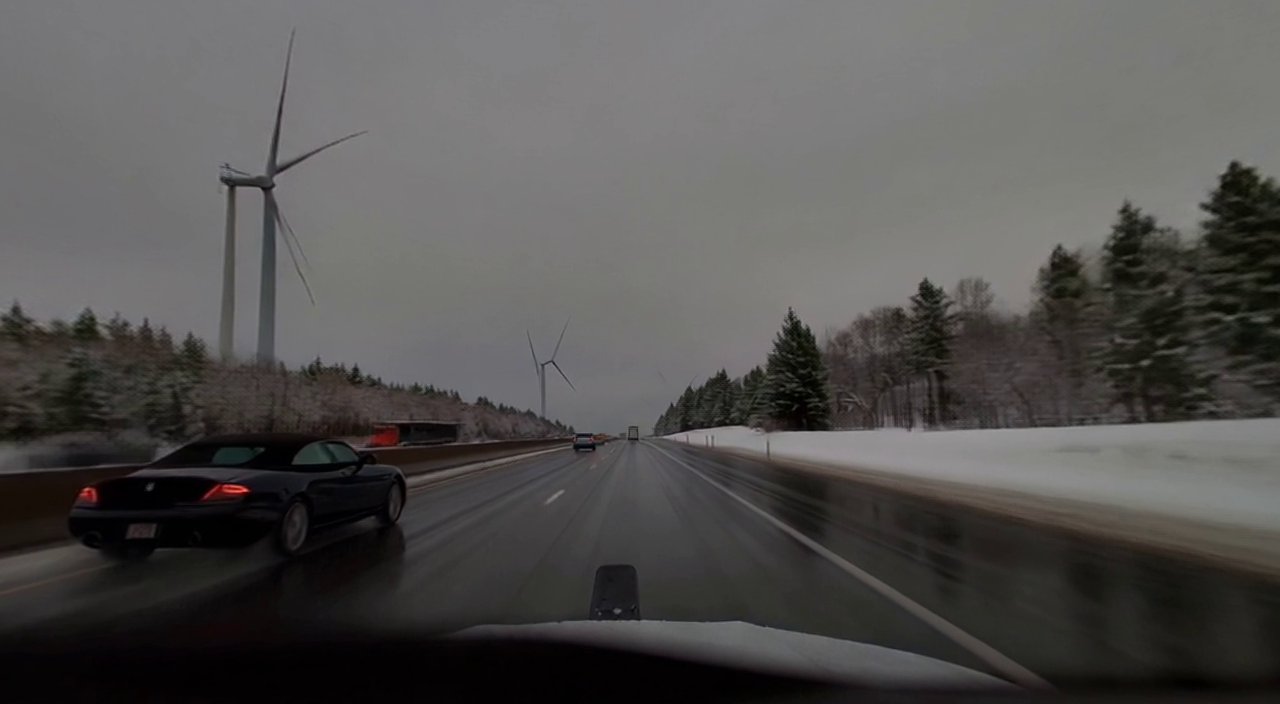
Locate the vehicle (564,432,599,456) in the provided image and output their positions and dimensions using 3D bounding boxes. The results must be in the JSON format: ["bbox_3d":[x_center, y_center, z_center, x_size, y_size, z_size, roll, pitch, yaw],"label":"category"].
[{"bbox_3d":[-3.754,5.979,41.012,2.024,1.456,3.754,0,-8,-1],"label":"vehicle"}]

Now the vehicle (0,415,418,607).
[{"bbox_3d":[-4.135,1.472,6.855,1.969,1.413,4.194,0,-8,-1],"label":"vehicle"}]
